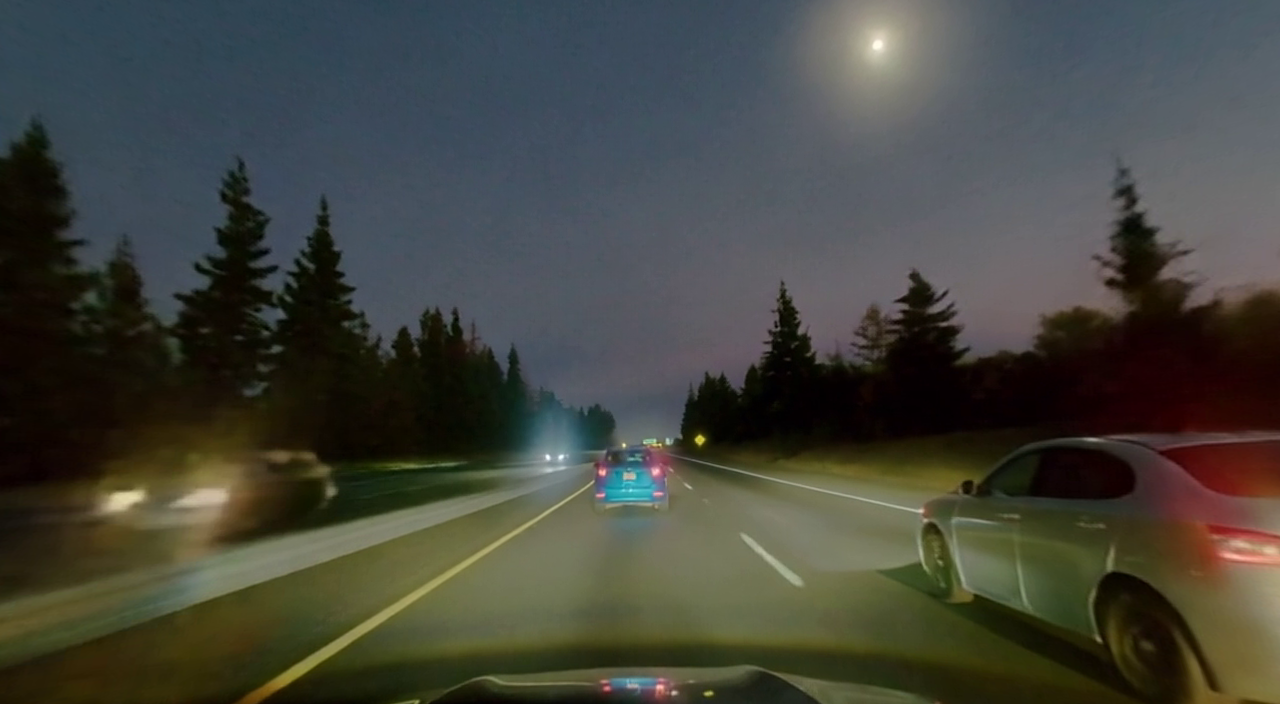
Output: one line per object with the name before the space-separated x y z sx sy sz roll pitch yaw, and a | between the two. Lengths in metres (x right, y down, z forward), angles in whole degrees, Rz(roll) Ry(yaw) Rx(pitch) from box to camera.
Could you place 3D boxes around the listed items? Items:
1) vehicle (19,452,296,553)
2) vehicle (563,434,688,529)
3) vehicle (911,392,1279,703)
vehicle | -9.033 2.785 12.303 1.925 1.558 4.069 -1 -9 6
vehicle | -0.328 2.503 12.696 2.083 1.548 4.251 0 -9 -2
vehicle | 3.691 1.131 3.911 2.021 1.533 4.014 0 -9 -3
